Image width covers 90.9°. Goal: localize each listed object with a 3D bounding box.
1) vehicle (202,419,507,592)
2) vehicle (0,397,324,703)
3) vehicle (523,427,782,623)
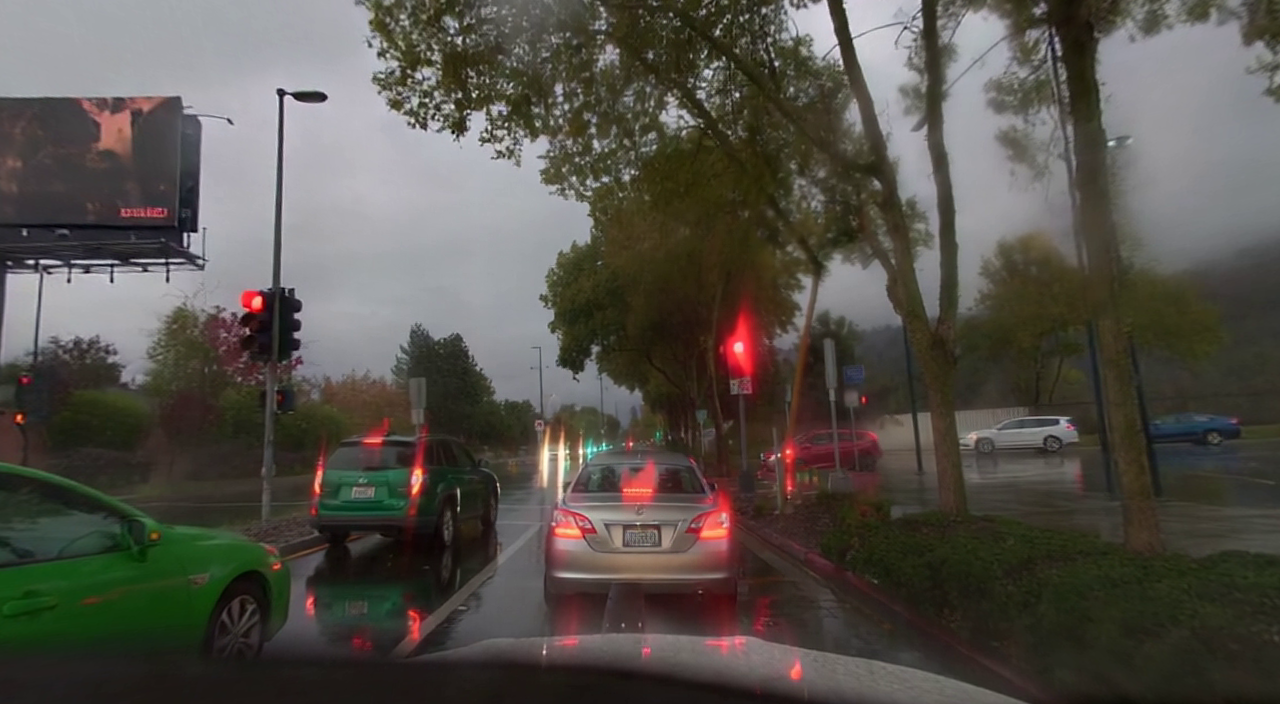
[{"bbox_3d":[-3.172,1.793,8.137,1.950,1.628,4.082,-1,-9,1],"label":"vehicle"},{"bbox_3d":[-3.152,0.966,2.417,1.808,1.520,3.846,-1,-9,1],"label":"vehicle"},{"bbox_3d":[0.031,1.591,6.622,1.977,1.467,3.474,0,-9,-2],"label":"vehicle"}]
